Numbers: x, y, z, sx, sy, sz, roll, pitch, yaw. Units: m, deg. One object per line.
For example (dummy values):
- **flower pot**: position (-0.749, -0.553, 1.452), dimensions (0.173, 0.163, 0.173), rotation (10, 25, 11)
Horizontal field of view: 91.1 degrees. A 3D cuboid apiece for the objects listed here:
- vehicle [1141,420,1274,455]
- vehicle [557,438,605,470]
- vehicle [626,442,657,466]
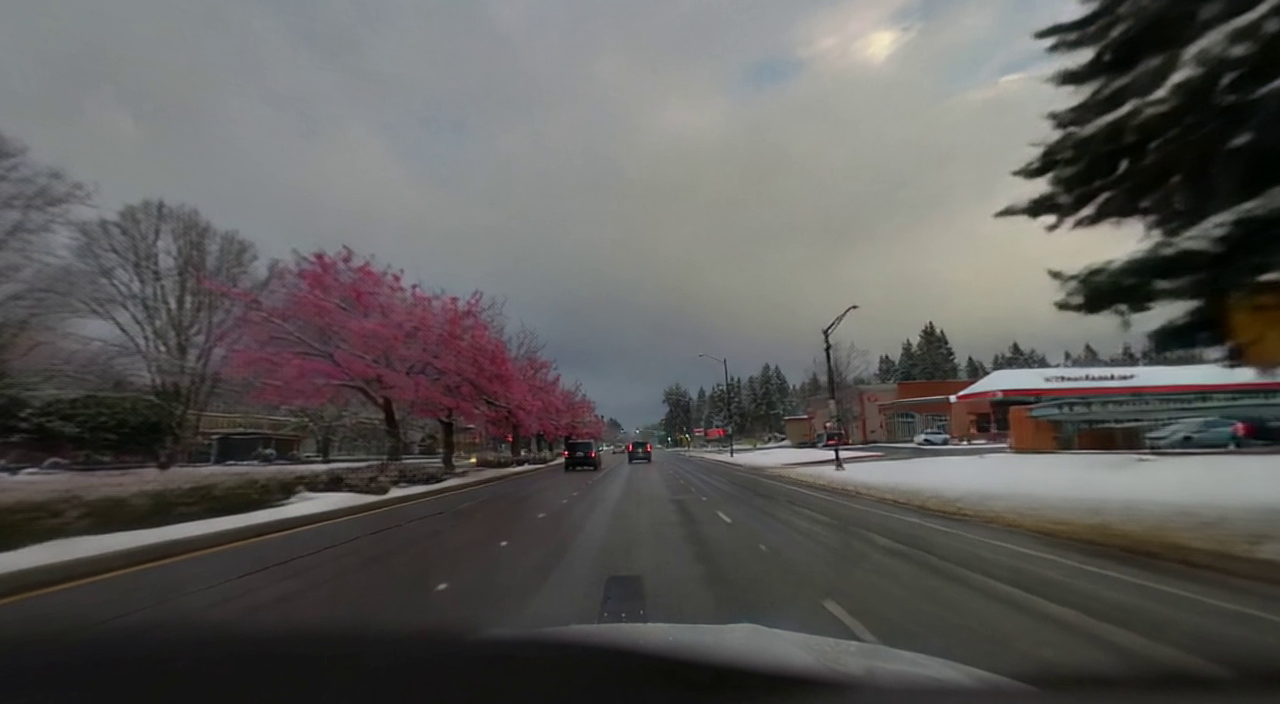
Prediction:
- **vehicle**: position (25.301, 3.887, 28.234), dimensions (1.728, 1.443, 4.505), rotation (0, -8, -1)
- **vehicle**: position (-3.620, 6.407, 39.533), dimensions (2.453, 1.844, 4.751), rotation (0, -8, 1)
- **vehicle**: position (0.094, 7.547, 46.504), dimensions (2.149, 1.701, 4.379), rotation (0, -8, 0)
